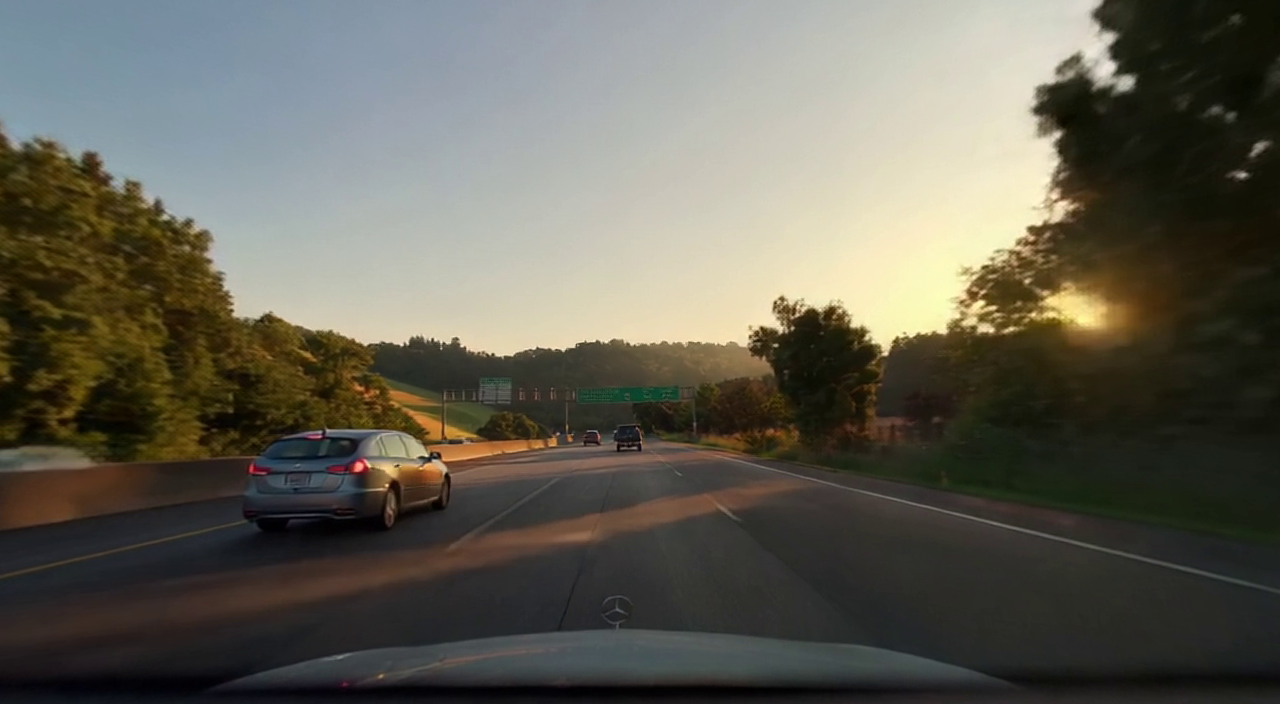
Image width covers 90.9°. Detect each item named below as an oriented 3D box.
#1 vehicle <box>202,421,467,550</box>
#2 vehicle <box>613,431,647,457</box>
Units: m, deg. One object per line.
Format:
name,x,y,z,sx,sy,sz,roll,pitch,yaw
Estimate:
vehicle,-4.134,1.833,9.441,1.931,1.483,4.105,0,-8,-1
vehicle,-0.677,6.184,42.497,2.162,1.616,4.242,0,-8,0
